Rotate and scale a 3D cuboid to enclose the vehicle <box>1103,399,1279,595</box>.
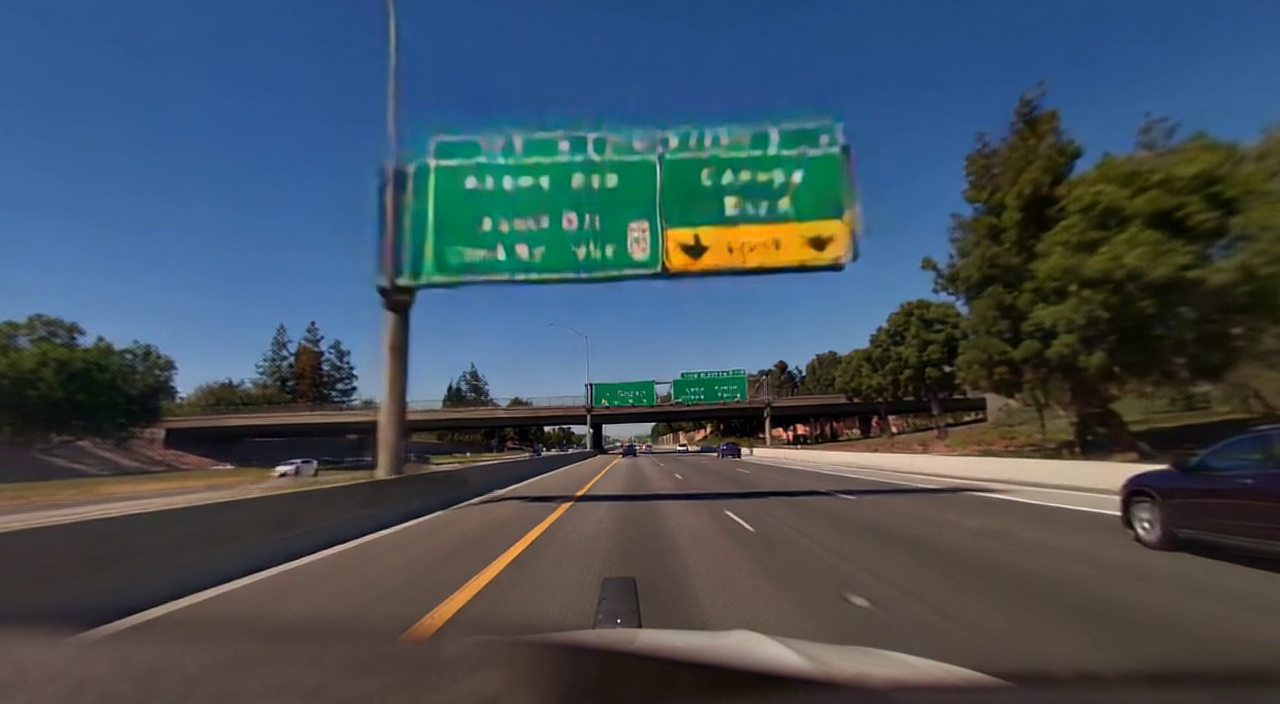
[{"bbox_3d":[6.533,1.174,4.969,2.052,1.660,4.837,0,-9,-1],"label":"vehicle"}]

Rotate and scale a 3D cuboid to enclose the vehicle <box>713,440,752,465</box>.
[{"bbox_3d":[6.490,7.076,44.624,2.030,1.706,4.279,0,-9,-1],"label":"vehicle"}]
